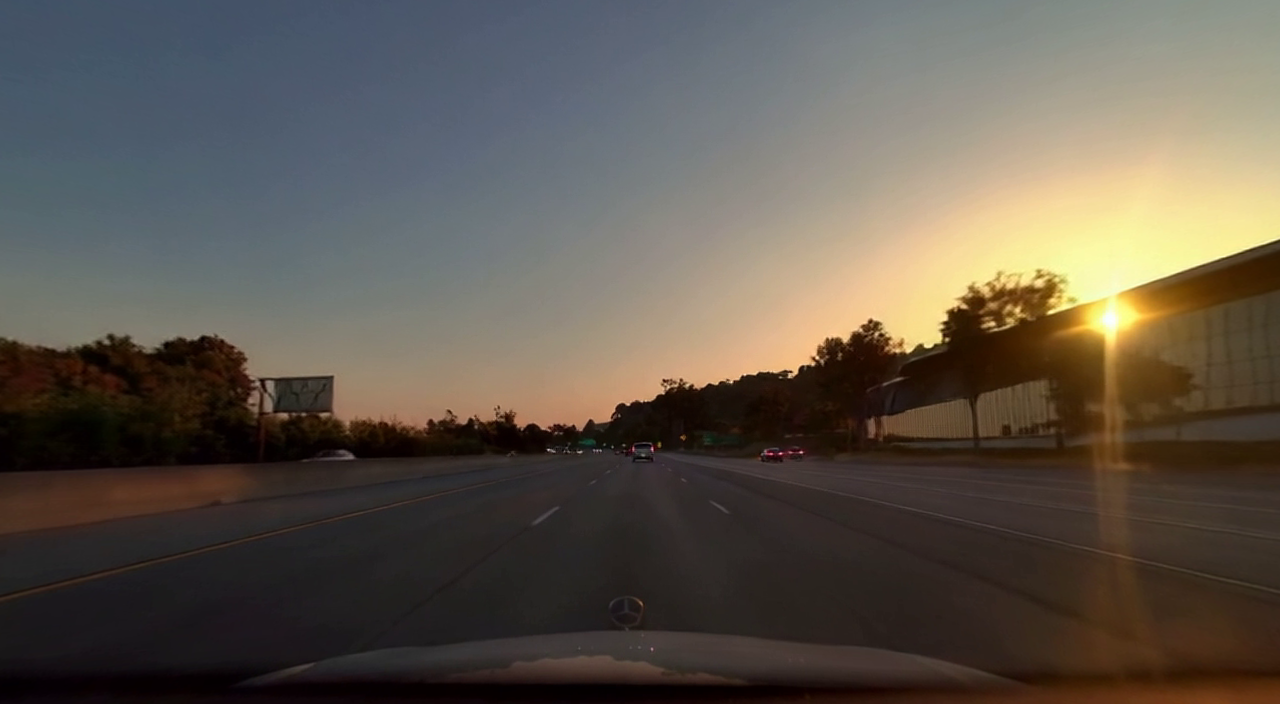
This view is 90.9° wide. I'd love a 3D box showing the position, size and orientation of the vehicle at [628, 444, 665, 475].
[{"bbox_3d":[0.374,6.136,36.058,2.015,1.639,4.086,0,-9,1],"label":"vehicle"}]
